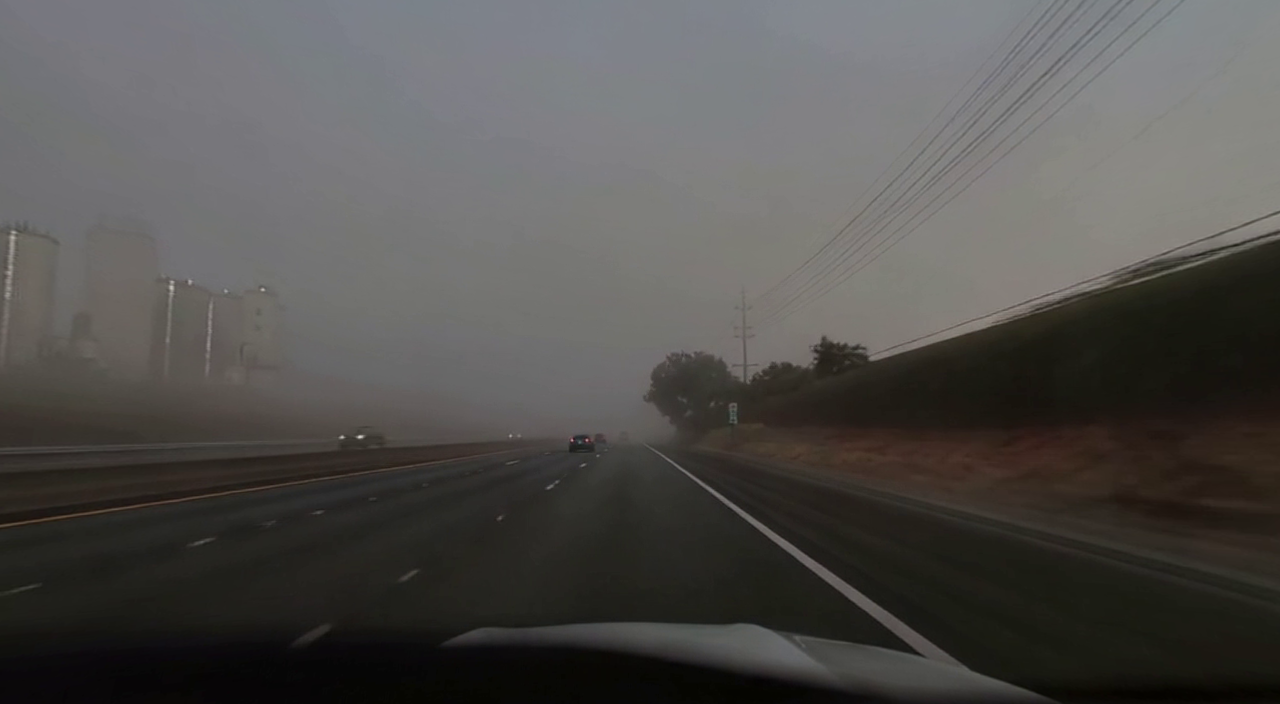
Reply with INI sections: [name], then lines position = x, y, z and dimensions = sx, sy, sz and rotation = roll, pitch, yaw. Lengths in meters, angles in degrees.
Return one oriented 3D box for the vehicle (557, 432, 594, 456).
[vehicle]
position = -4.005, 5.796, 39.800
dimensions = 1.952, 1.462, 3.969
rotation = 0, -8, -1
